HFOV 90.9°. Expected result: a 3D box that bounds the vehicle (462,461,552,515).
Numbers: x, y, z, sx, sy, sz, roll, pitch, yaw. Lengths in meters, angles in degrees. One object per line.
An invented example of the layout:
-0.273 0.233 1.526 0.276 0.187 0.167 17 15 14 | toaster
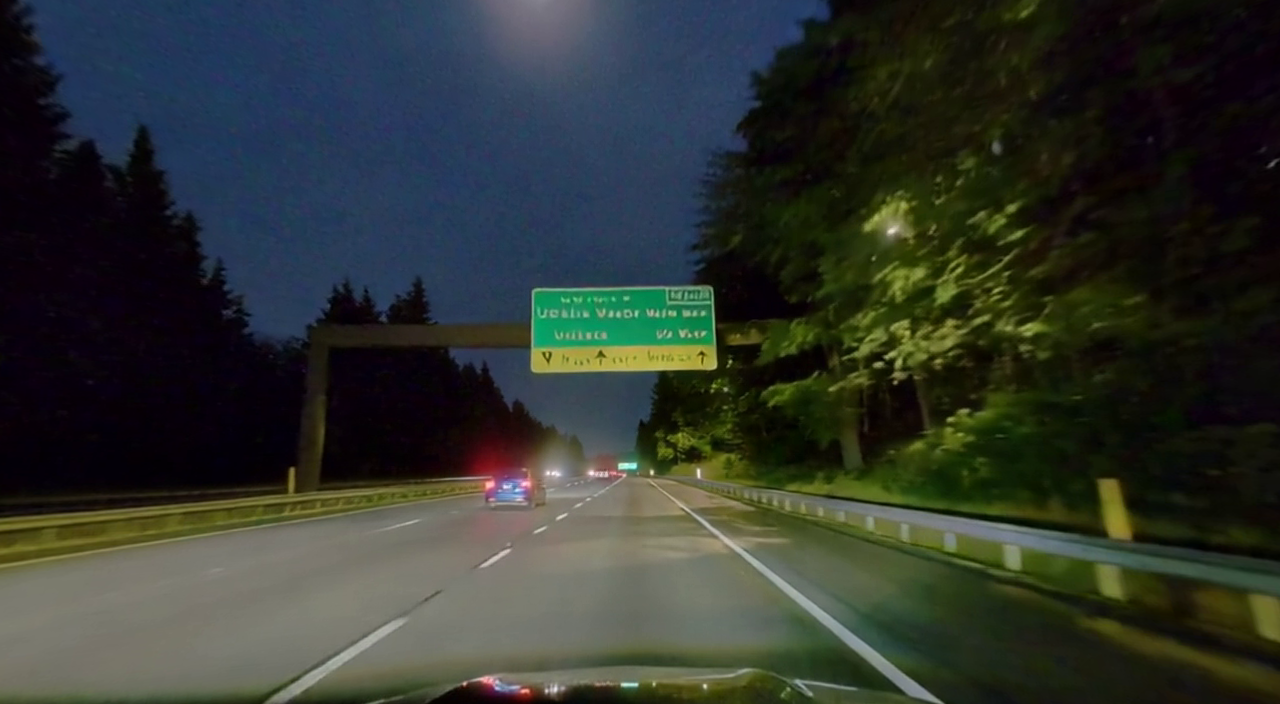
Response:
-4.135 4.319 20.271 1.954 1.509 4.094 0 -10 1 | vehicle
